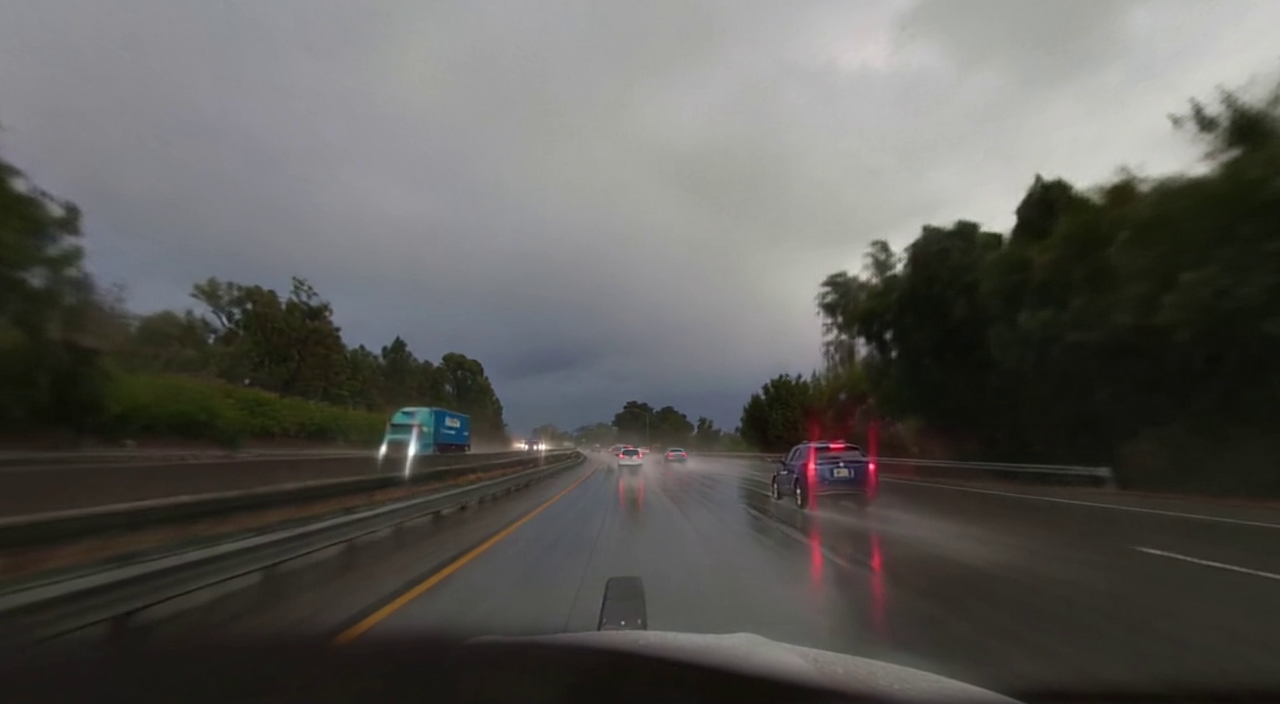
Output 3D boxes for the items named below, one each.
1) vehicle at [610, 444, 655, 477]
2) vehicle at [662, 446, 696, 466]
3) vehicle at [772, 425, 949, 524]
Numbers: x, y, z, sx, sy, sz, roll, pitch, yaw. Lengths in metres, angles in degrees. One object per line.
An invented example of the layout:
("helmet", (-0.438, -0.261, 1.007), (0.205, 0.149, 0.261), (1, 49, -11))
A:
("vehicle", (-0.415, 5.297, 30.942), (2.050, 1.534, 3.771), (0, -9, -2))
("vehicle", (2.982, 8.091, 49.065), (2.008, 1.504, 4.291), (1, -9, -4))
("vehicle", (4.082, 2.351, 12.476), (2.013, 1.623, 3.916), (0, -9, -1))
